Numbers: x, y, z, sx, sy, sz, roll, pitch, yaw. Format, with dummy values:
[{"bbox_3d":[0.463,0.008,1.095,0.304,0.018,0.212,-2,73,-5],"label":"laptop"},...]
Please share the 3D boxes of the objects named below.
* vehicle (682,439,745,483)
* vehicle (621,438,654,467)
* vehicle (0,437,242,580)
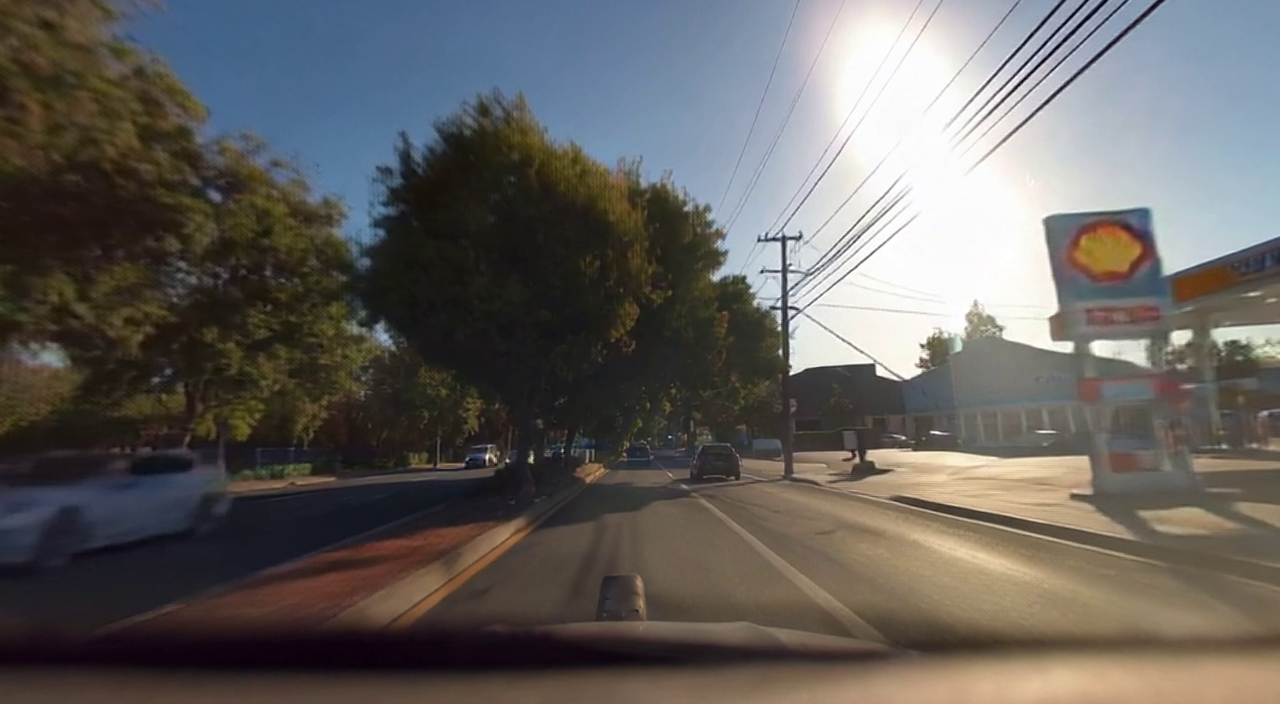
[{"bbox_3d":[2.942,4.442,26.101,1.990,1.592,4.294,0,-8,-1],"label":"vehicle"},{"bbox_3d":[-0.203,6.823,43.156,2.163,1.825,4.073,0,-8,-1],"label":"vehicle"},{"bbox_3d":[-8.203,2.065,9.158,2.085,1.582,4.305,-1,-8,-1],"label":"vehicle"}]
